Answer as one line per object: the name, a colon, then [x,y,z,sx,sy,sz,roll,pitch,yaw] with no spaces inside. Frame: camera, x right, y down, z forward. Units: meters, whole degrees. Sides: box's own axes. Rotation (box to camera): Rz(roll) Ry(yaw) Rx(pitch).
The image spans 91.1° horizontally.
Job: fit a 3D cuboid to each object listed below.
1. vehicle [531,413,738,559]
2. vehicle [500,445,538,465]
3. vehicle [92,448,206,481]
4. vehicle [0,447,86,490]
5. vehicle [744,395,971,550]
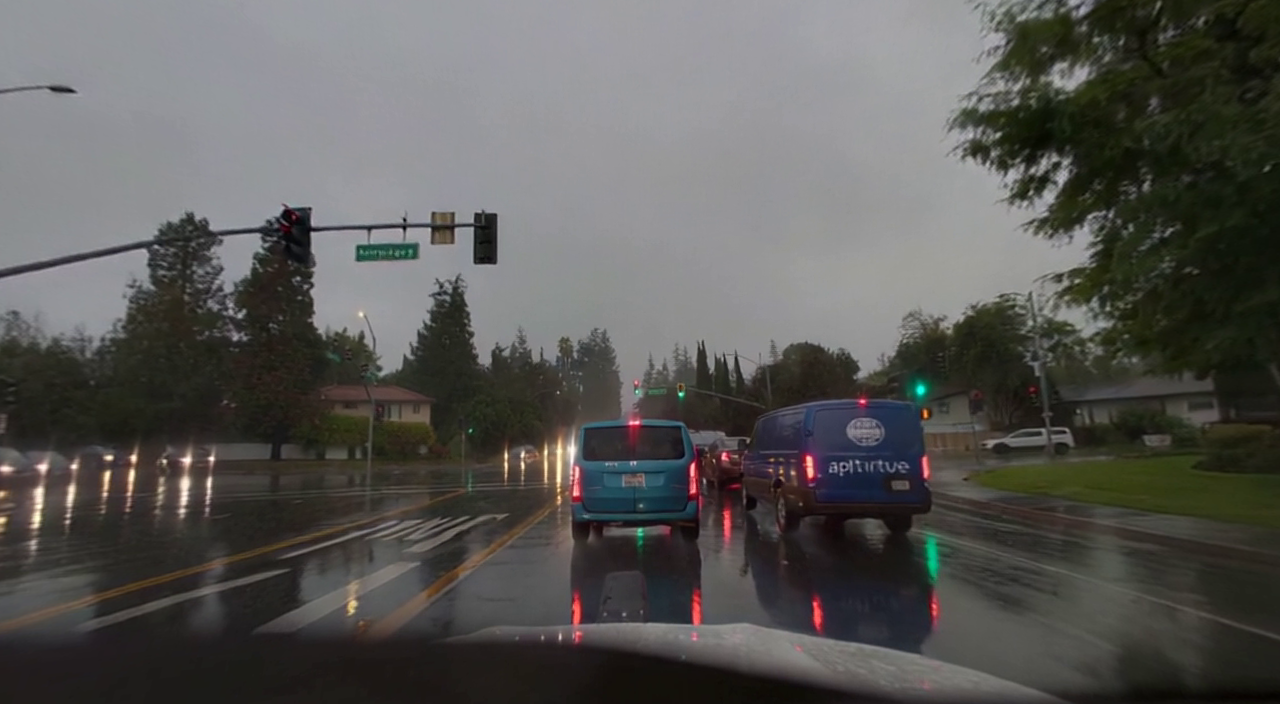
vehicle: [-0.049,1.820,9.312,2.321,1.624,4.367,0,-8,0]
vehicle: [-9.560,8.153,49.944,1.881,1.515,4.262,-1,-8,4]
vehicle: [-25.233,5.784,32.406,4.073,1.603,1.920,1,-8,-8]
vehicle: [-28.424,5.202,28.204,4.757,1.841,2.121,1,-8,-7]
vehicle: [3.067,1.806,10.031,2.059,1.924,4.257,0,-8,0]
